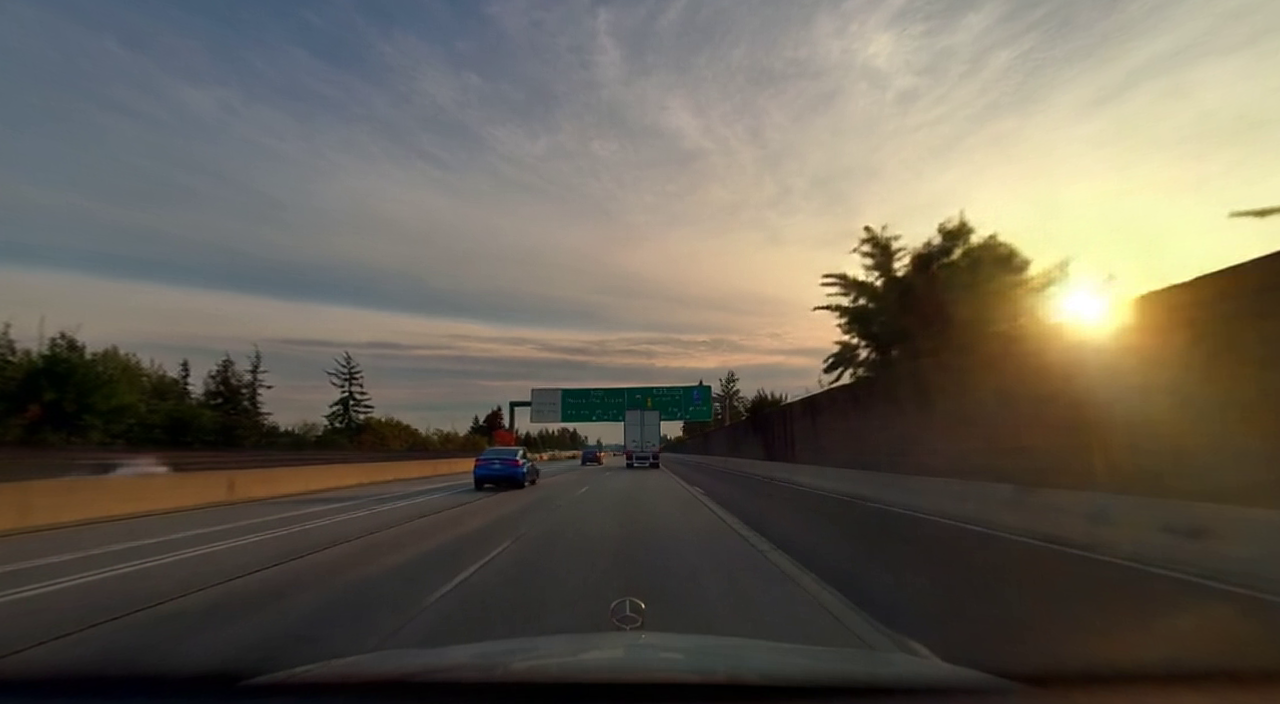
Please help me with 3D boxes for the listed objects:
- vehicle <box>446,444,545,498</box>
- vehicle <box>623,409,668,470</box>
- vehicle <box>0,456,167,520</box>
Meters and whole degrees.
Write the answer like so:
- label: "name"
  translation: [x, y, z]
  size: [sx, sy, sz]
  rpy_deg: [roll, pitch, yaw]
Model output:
- label: "vehicle"
  translation: [-4.405, 3.679, 19.997]
  size: [1.977, 1.478, 4.702]
  rpy_deg: [0, -9, 0]
- label: "vehicle"
  translation: [0.451, 6.683, 47.763]
  size: [2.980, 4.051, 10.359]
  rpy_deg: [0, -9, 1]
- label: "vehicle"
  translation: [-16.176, 3.742, 17.889]
  size: [1.898, 1.480, 4.712]
  rpy_deg: [0, -9, -1]
